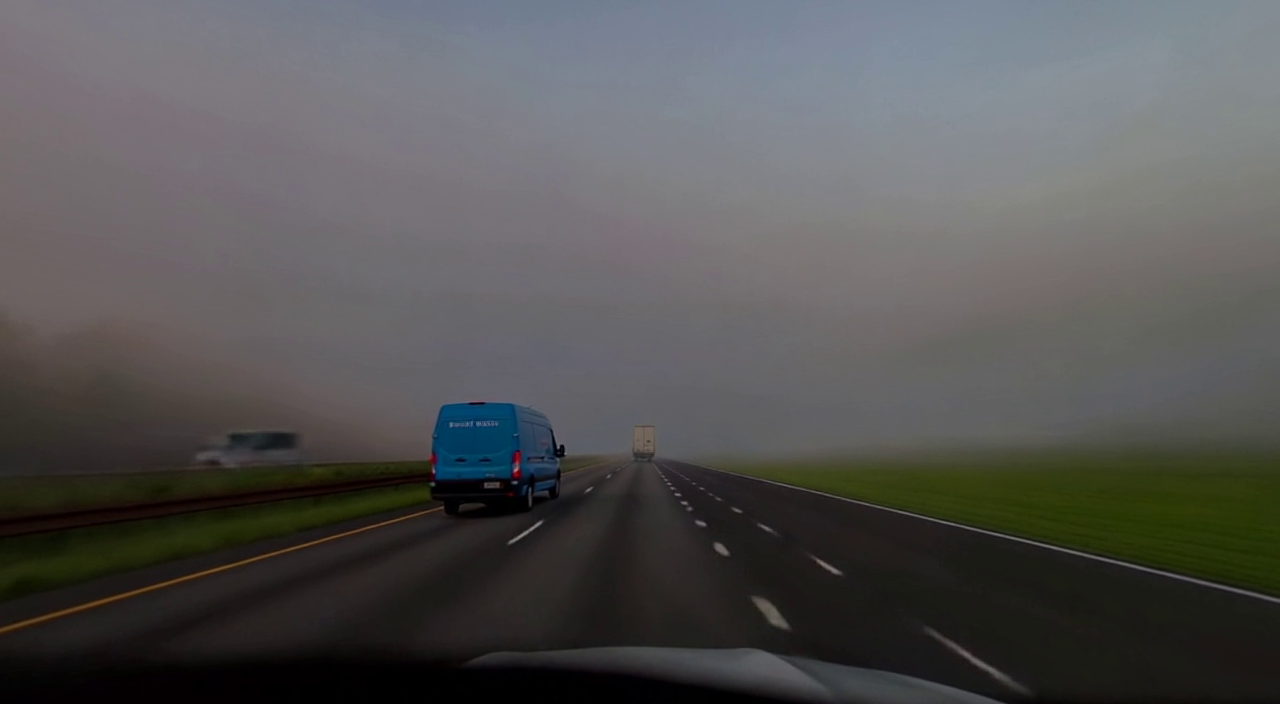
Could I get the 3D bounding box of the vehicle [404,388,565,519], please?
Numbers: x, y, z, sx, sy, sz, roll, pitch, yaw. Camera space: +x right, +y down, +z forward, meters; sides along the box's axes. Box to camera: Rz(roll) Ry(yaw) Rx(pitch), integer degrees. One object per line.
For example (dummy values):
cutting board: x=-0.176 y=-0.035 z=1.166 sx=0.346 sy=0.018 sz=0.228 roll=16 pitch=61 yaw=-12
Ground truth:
vehicle: x=-3.534 y=2.560 z=16.233 sx=2.320 sy=2.636 sz=7.021 roll=0 pitch=-9 yaw=0
